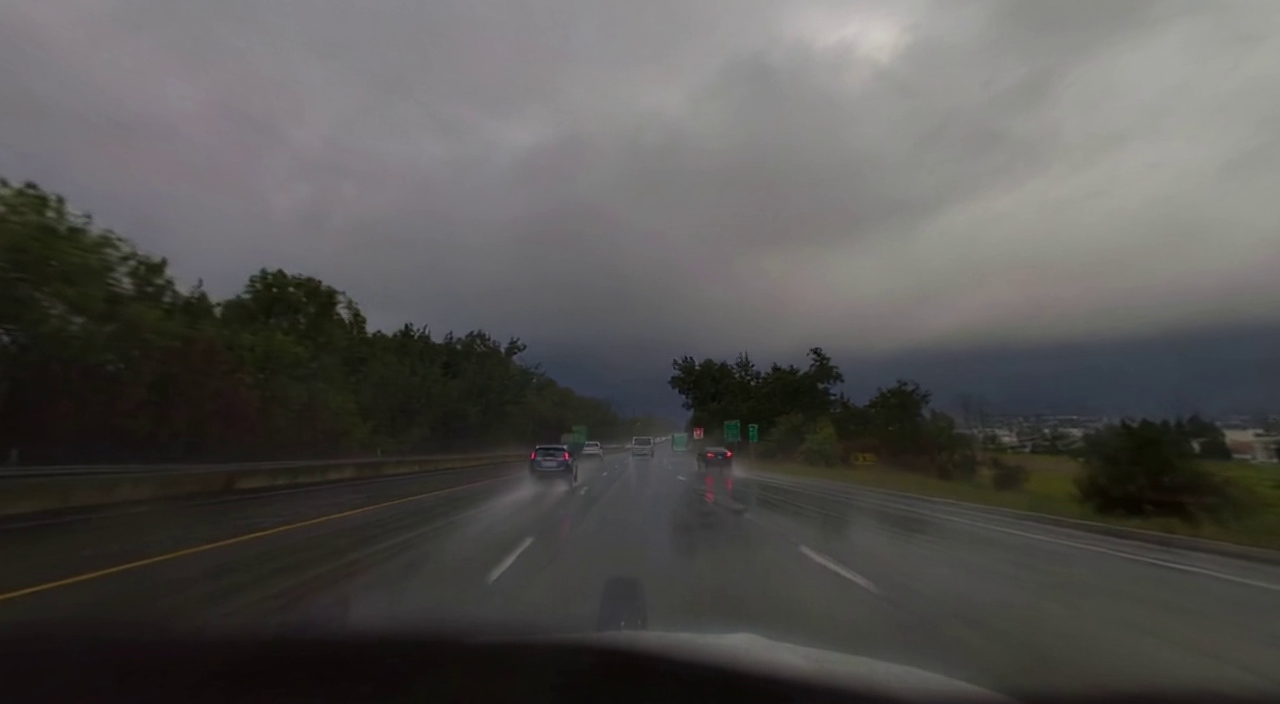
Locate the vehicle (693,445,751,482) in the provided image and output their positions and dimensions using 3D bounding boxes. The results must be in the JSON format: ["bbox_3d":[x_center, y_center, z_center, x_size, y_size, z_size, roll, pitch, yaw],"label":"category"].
[{"bbox_3d":[3.496,4.818,27.535,1.926,1.483,3.528,0,-9,-3],"label":"vehicle"}]

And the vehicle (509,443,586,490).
[{"bbox_3d":[-3.137,4.001,22.273,2.053,1.483,4.185,0,-9,0],"label":"vehicle"}]
